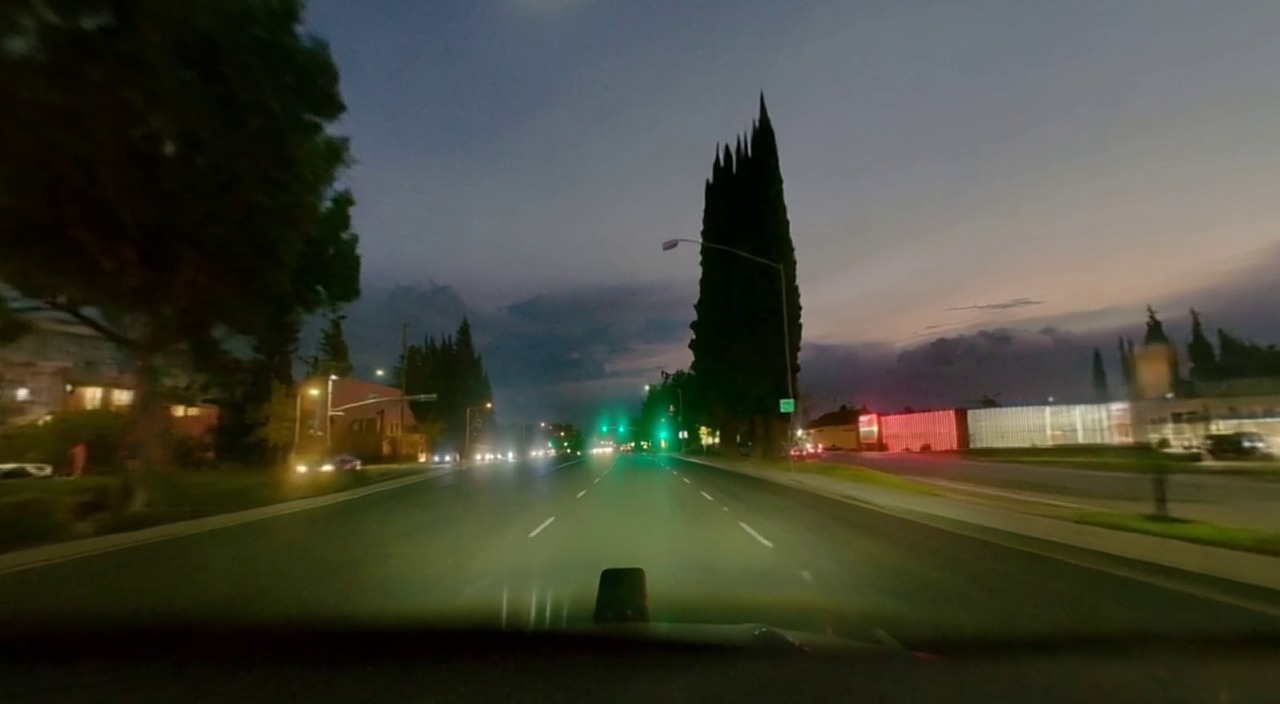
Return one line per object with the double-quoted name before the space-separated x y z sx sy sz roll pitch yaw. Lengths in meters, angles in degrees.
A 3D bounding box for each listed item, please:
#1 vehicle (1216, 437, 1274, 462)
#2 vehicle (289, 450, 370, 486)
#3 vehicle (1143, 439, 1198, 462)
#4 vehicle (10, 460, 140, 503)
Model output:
"vehicle" 43.572 7.023 45.475 1.860 1.655 4.278 -5 -10 29
"vehicle" -14.963 5.581 30.611 1.879 1.544 4.144 0 -8 -1
"vehicle" 37.135 6.903 44.260 1.919 1.474 4.533 -4 -10 27
"vehicle" -25.027 5.711 28.164 1.864 1.640 4.217 0 -8 0
